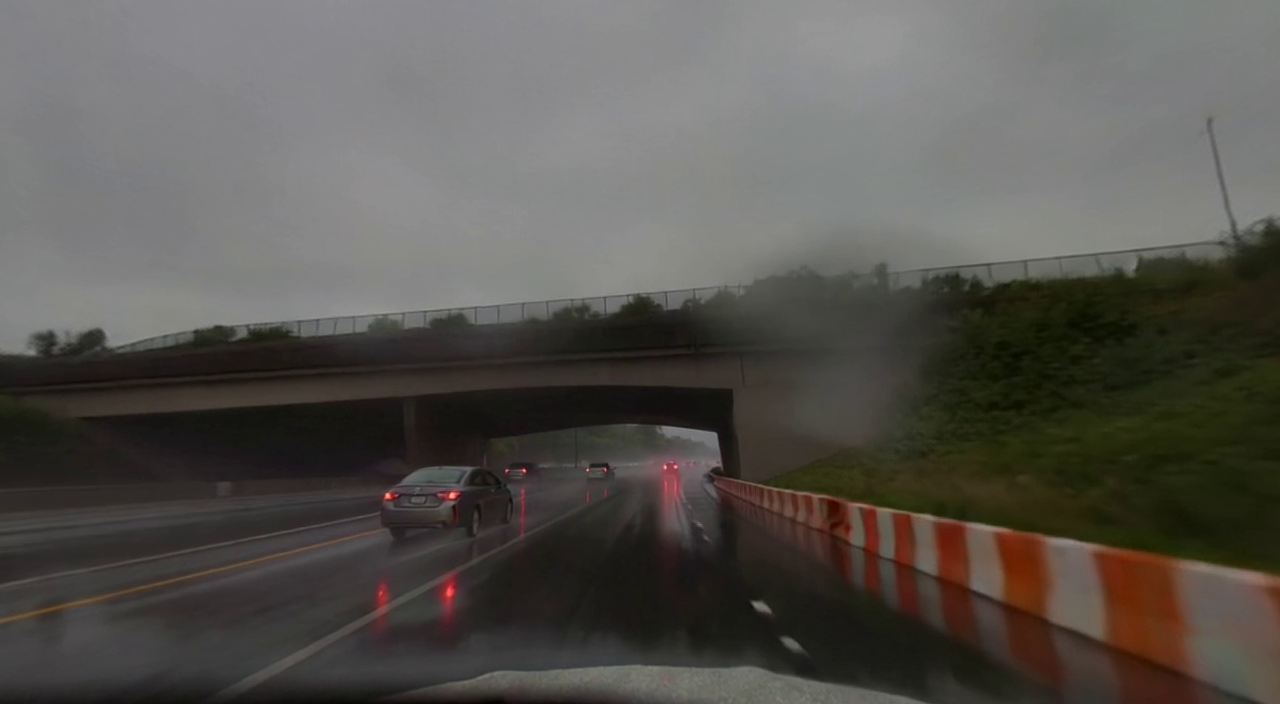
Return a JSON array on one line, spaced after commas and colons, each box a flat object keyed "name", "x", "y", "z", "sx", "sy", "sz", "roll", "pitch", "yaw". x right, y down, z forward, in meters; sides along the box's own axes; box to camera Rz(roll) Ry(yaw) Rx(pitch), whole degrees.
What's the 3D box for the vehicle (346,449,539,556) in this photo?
[{"name": "vehicle", "x": -3.126, "y": 2.495, "z": 10.902, "sx": 1.992, "sy": 1.466, "sz": 3.690, "roll": 0, "pitch": -10, "yaw": 2}]
